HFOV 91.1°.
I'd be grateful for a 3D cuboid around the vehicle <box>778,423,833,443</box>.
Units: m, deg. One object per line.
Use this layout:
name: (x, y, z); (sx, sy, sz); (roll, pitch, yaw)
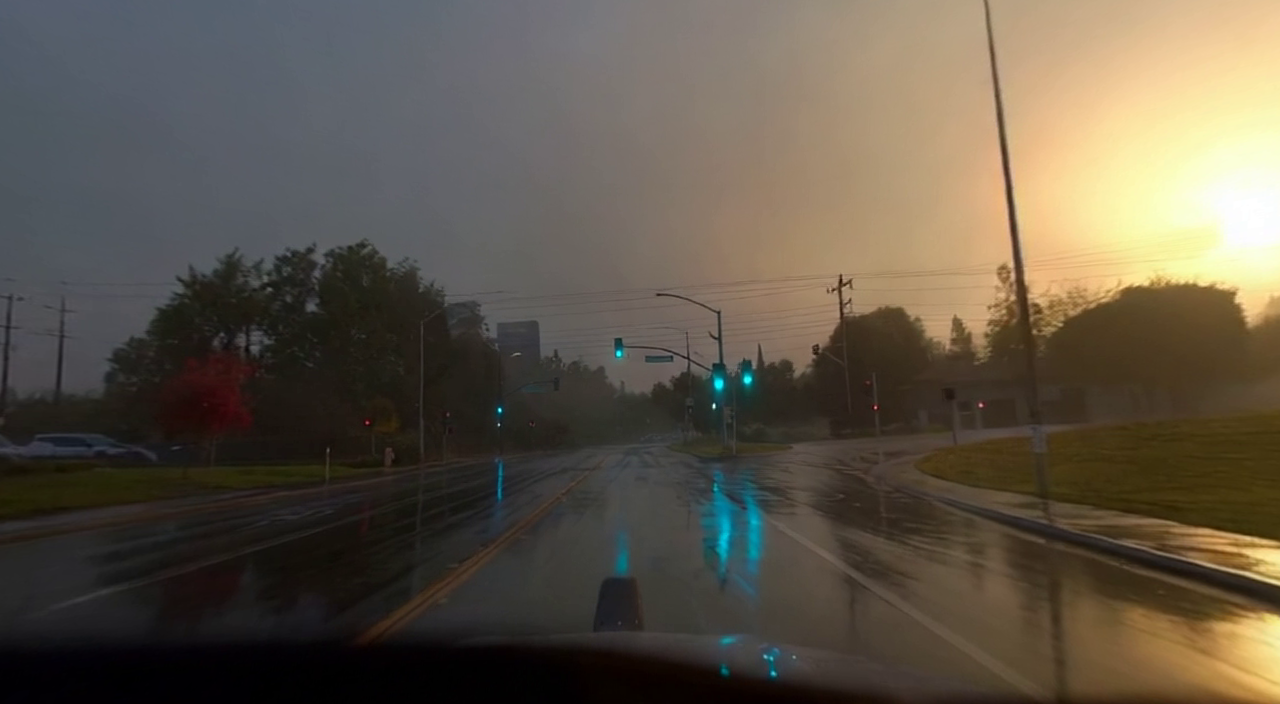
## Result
vehicle: (12.752, 6.276, 48.645); (3.706, 1.466, 1.830); (-1, -9, 2)
